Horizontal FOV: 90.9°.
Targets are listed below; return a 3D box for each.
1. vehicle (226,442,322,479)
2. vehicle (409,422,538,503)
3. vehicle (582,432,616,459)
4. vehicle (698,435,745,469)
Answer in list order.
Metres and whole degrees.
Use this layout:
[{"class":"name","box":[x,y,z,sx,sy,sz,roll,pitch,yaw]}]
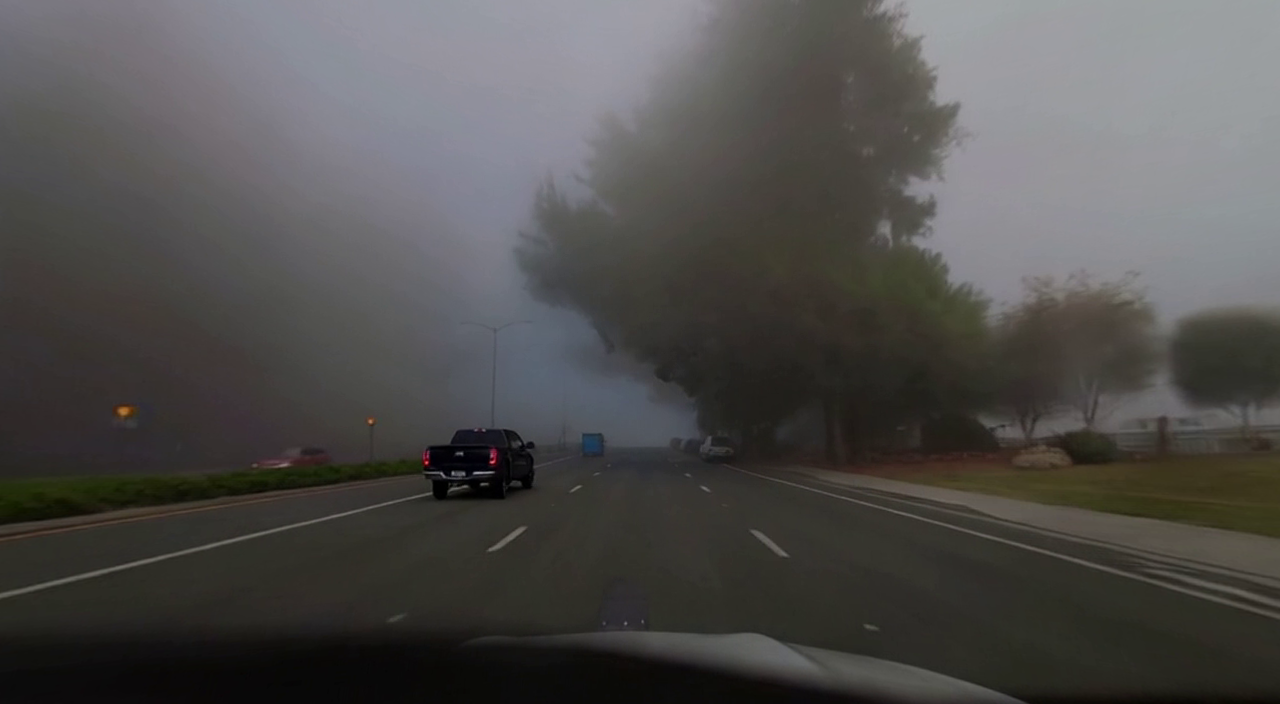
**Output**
[{"class":"vehicle","box":[-16.852,4.995,29.305,1.881,1.541,4.192,0,-8,1]},{"class":"vehicle","box":[-4.017,2.758,16.149,2.002,1.747,4.728,0,-8,0]},{"class":"vehicle","box":[-3.178,7.323,49.444,2.230,1.987,4.385,0,-8,2]},{"class":"vehicle","box":[4.325,5.367,33.993,2.016,1.736,4.356,0,-8,1]}]
